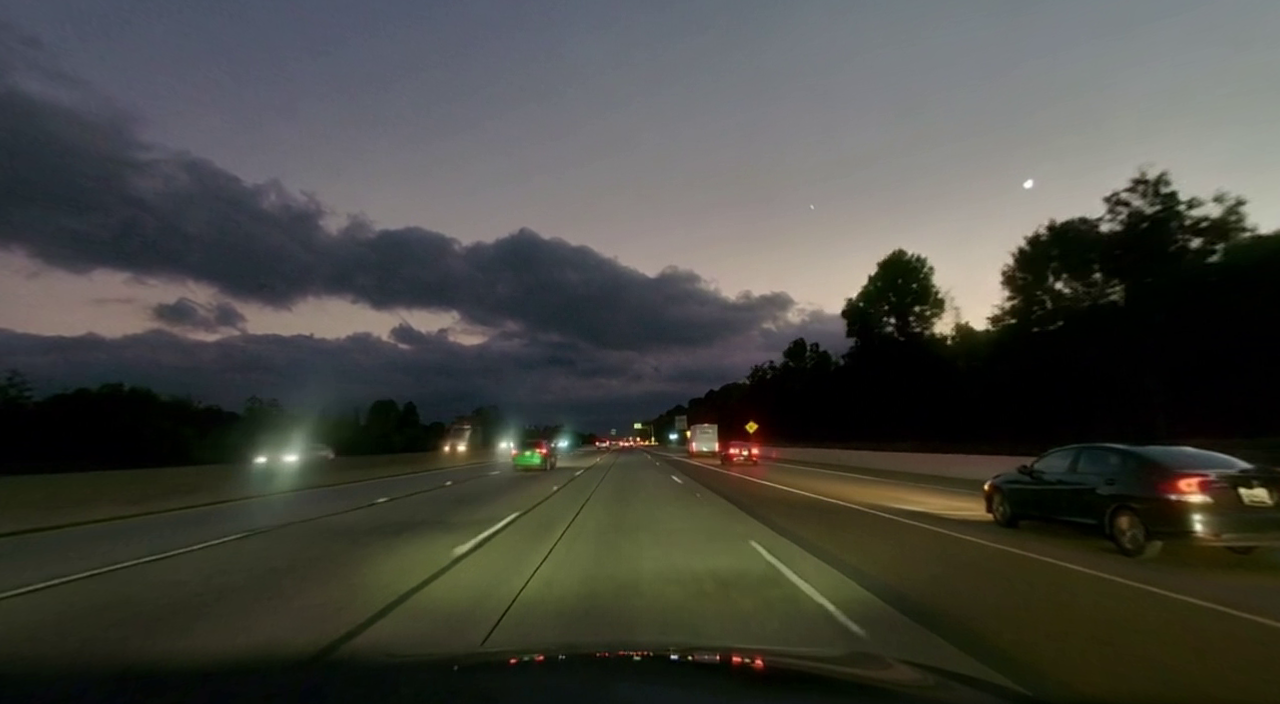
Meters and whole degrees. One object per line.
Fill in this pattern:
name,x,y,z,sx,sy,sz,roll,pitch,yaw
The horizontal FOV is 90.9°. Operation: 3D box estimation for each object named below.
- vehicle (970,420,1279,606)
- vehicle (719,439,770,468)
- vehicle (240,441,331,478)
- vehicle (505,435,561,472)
vehicle,5.993,1.589,7.269,2.028,1.488,4.236,0,-8,-1
vehicle,5.428,5.302,33.280,1.920,1.436,3.890,0,-8,-2
vehicle,-17.269,5.226,30.952,1.943,1.648,4.322,0,-8,0
vehicle,-4.933,4.705,29.555,1.966,1.570,3.859,0,-8,-1
